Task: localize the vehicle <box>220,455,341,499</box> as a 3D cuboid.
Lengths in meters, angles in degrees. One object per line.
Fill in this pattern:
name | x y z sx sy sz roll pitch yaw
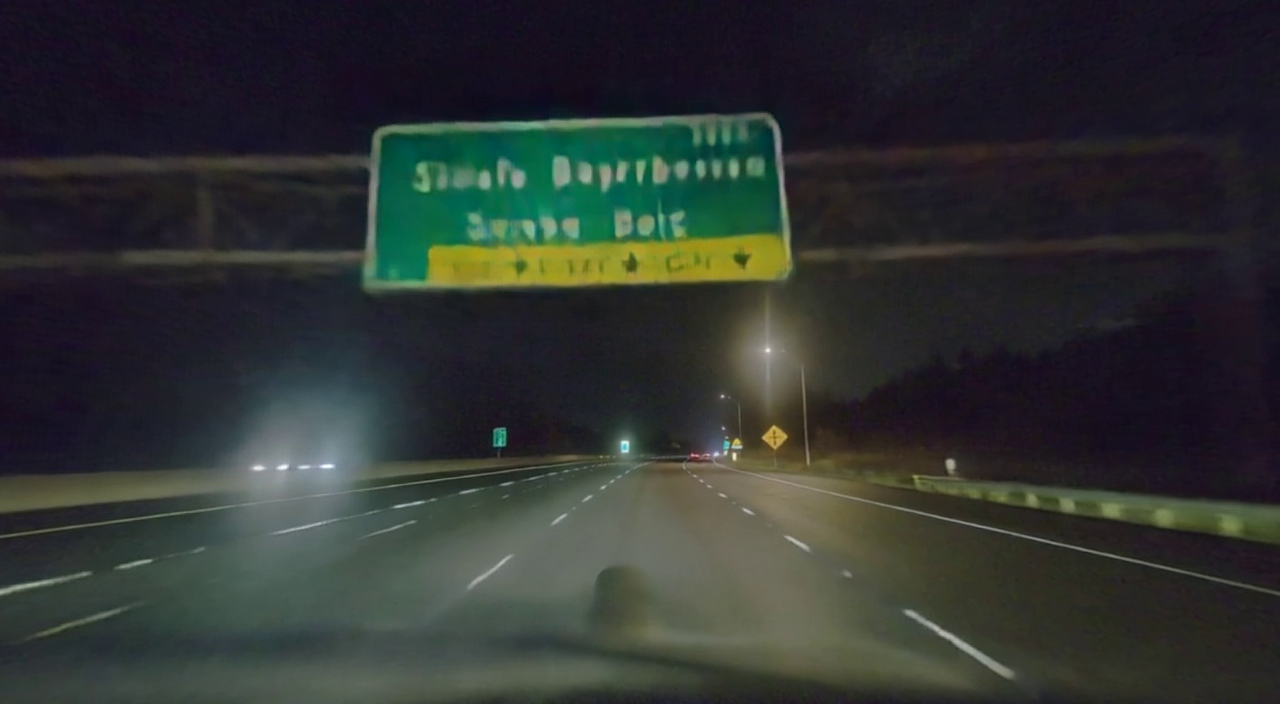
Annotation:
vehicle | -13.782 4.786 24.533 1.930 1.530 4.519 0 -9 2
